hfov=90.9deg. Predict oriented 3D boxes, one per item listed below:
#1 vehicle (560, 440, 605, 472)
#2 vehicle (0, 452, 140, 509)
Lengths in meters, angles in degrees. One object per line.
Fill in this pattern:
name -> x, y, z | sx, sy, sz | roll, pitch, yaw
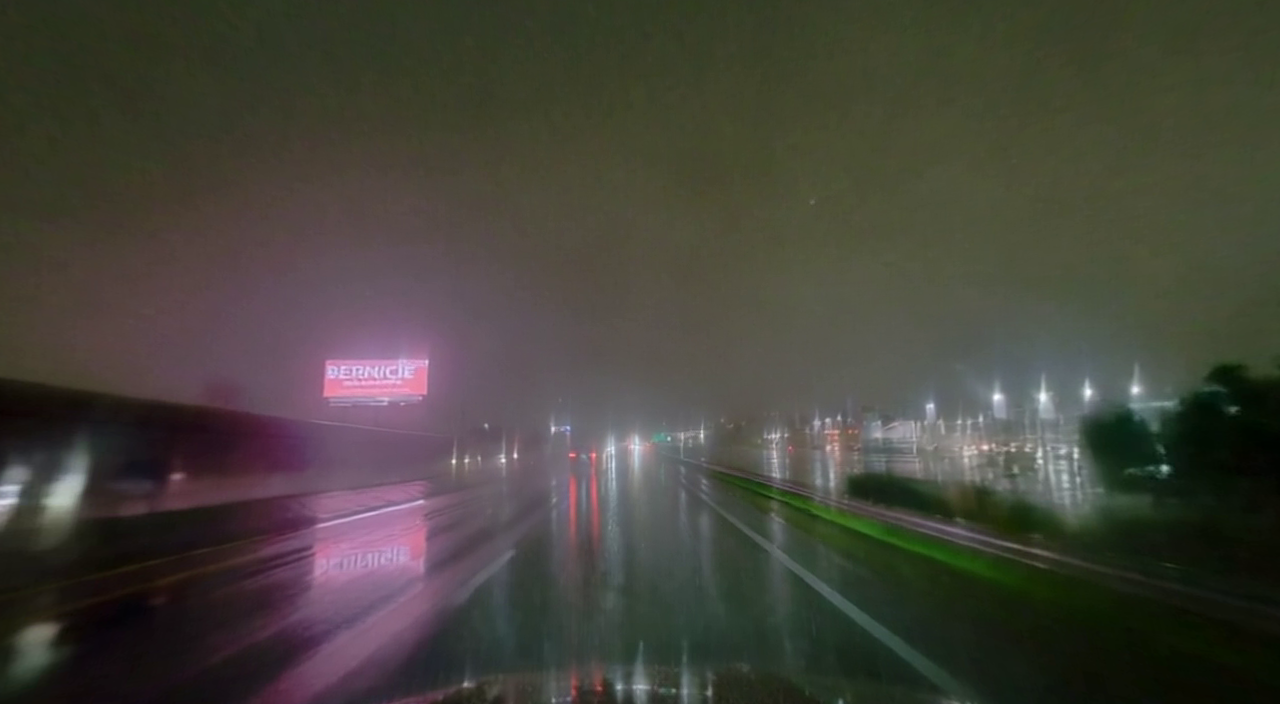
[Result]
vehicle -> -3.403, 6.287, 38.382 | 2.159, 1.793, 5.027 | -1, -9, 1
vehicle -> -17.191, 3.741, 18.732 | 1.629, 1.476, 3.605 | -1, -9, 0
